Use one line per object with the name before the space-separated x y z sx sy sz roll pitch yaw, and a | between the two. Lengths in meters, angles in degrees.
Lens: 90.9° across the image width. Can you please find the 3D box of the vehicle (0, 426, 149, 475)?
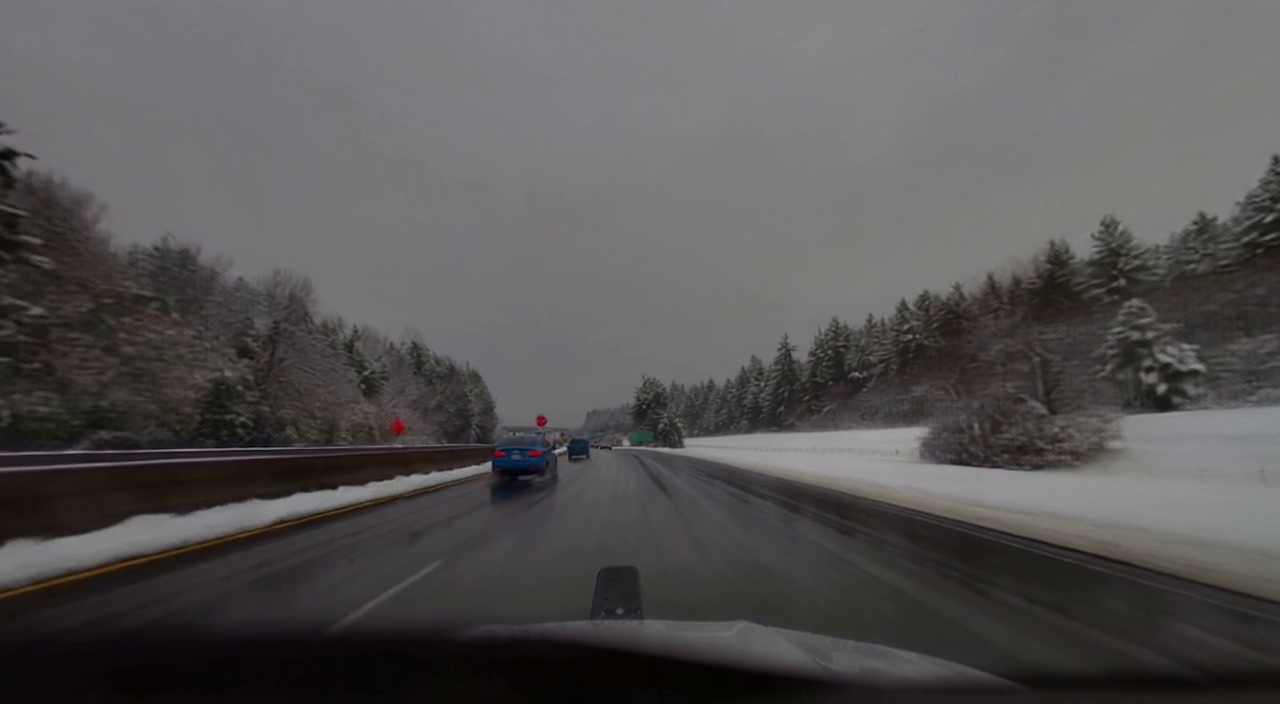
vehicle | -19.754 3.406 22.023 1.885 1.527 4.124 0 -8 -2

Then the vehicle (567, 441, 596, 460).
vehicle | -4.397 7.431 47.917 1.874 1.369 3.875 0 -8 -2

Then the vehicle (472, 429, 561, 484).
vehicle | -3.954 3.441 21.056 2.047 1.612 4.631 0 -8 0

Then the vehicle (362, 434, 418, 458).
vehicle | -16.140 6.100 40.981 1.838 1.473 4.625 0 -8 -2
